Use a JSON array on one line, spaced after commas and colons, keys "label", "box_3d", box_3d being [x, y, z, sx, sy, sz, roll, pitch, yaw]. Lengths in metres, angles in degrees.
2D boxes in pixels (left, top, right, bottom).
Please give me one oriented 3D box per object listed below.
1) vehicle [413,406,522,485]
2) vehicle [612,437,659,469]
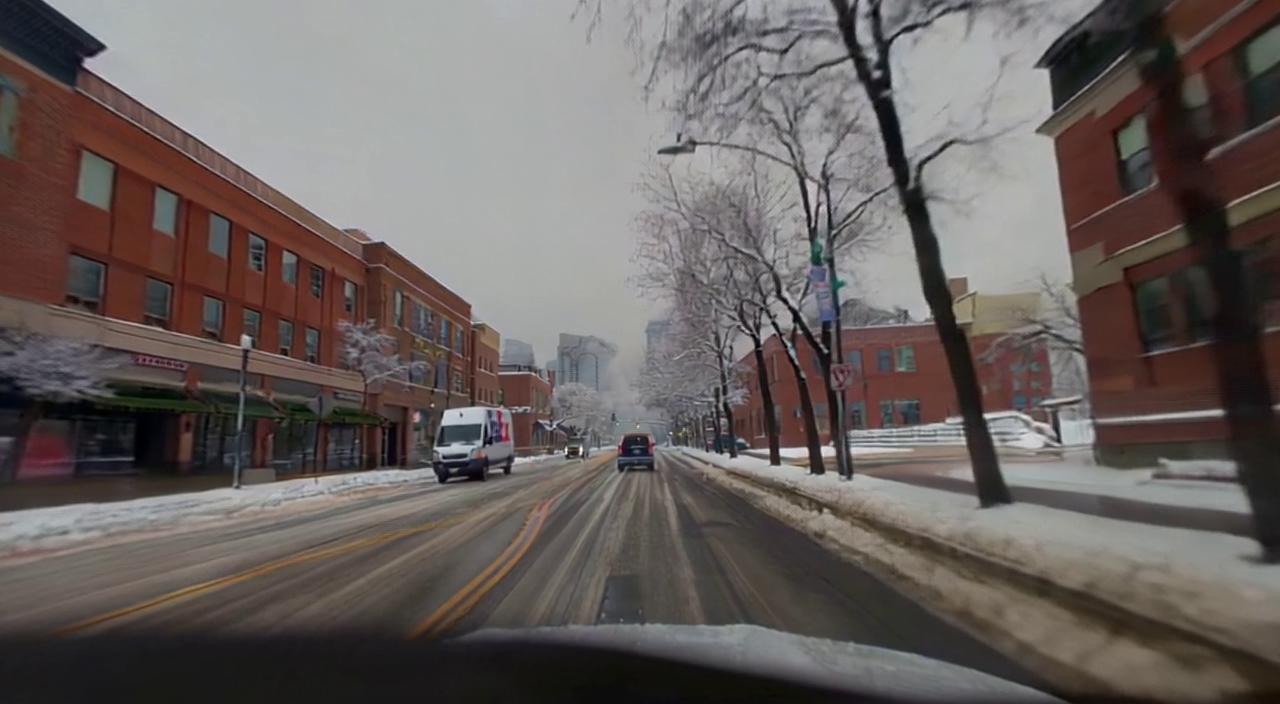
[{"label": "vehicle", "box_3d": [-7.429, 4.166, 28.379, 2.754, 3.065, 7.103, 0, -8, 1]}, {"label": "vehicle", "box_3d": [-0.197, 5.403, 33.950, 2.356, 1.572, 4.810, 0, -8, 1]}]
